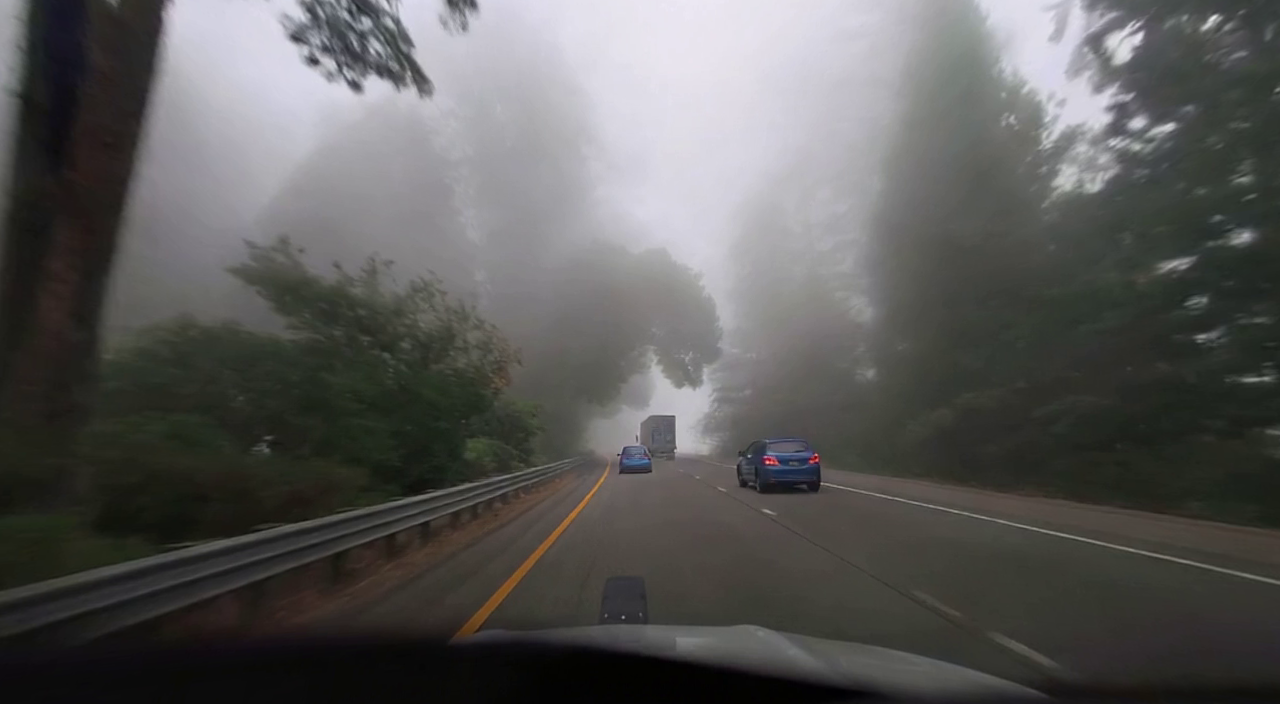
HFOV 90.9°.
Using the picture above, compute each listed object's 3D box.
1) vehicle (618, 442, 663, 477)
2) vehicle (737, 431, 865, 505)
[{"bbox_3d":[-0.035,4.825,28.387,1.913,1.460,3.610,0,-9,-1],"label":"vehicle"},{"bbox_3d":[3.906,2.918,16.249,1.977,1.599,4.605,0,-9,-1],"label":"vehicle"}]
